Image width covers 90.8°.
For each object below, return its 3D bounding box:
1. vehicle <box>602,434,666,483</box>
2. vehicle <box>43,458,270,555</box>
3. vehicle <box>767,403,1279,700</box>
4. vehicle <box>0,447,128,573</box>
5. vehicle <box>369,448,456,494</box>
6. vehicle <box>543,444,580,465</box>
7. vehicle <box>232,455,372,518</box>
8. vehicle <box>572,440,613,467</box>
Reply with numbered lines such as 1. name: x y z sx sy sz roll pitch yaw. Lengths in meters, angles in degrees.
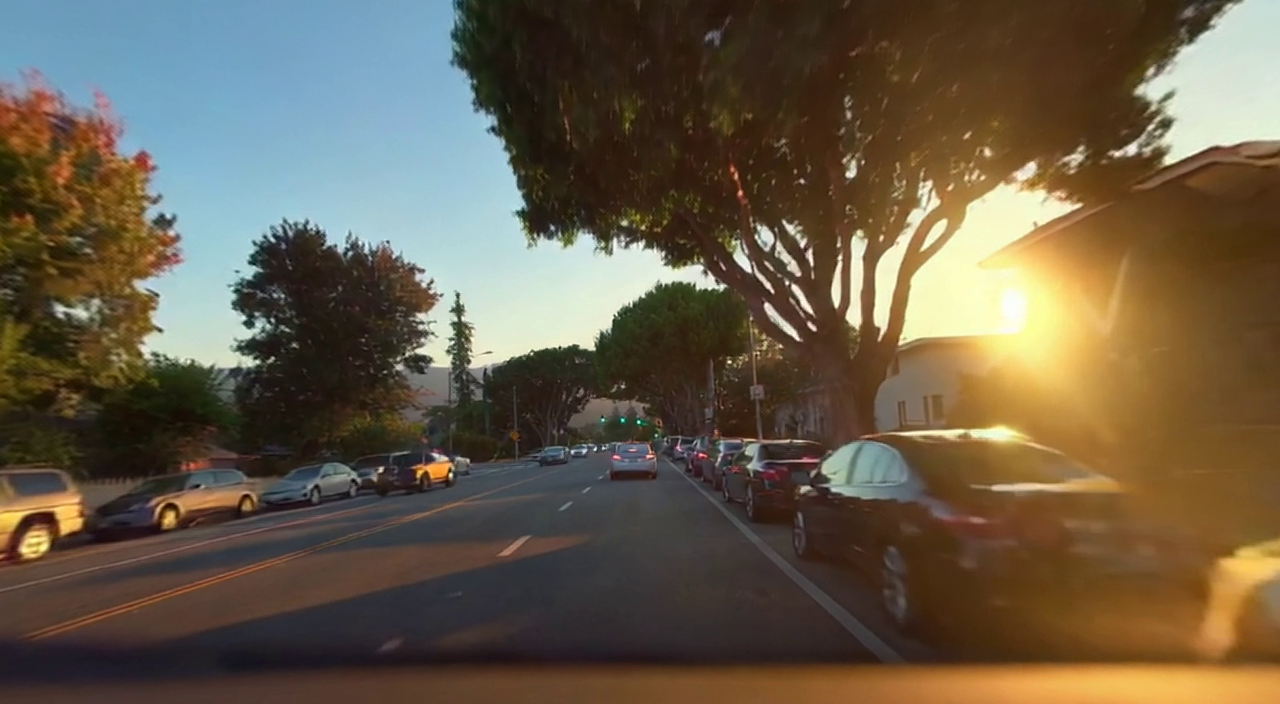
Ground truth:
1. vehicle: -0.166 3.716 22.361 2.041 1.575 4.304 0 -8 0
2. vehicle: -12.226 3.863 16.599 1.979 1.815 5.139 -5 -8 0
3. vehicle: 2.647 1.383 5.720 2.079 1.552 4.642 0 -8 1
4. vehicle: -12.125 2.809 10.485 2.249 2.093 6.297 -6 -7 -2
5. vehicle: -8.994 4.703 25.425 1.918 1.648 4.163 0 -8 0
6. vehicle: -5.796 7.611 47.052 1.987 1.478 4.693 0 -8 2
7. vehicle: -12.032 4.756 22.991 2.076 1.600 5.382 -8 -8 0
8. vehicle: -2.831 6.101 38.330 2.117 1.528 4.277 0 -8 0
